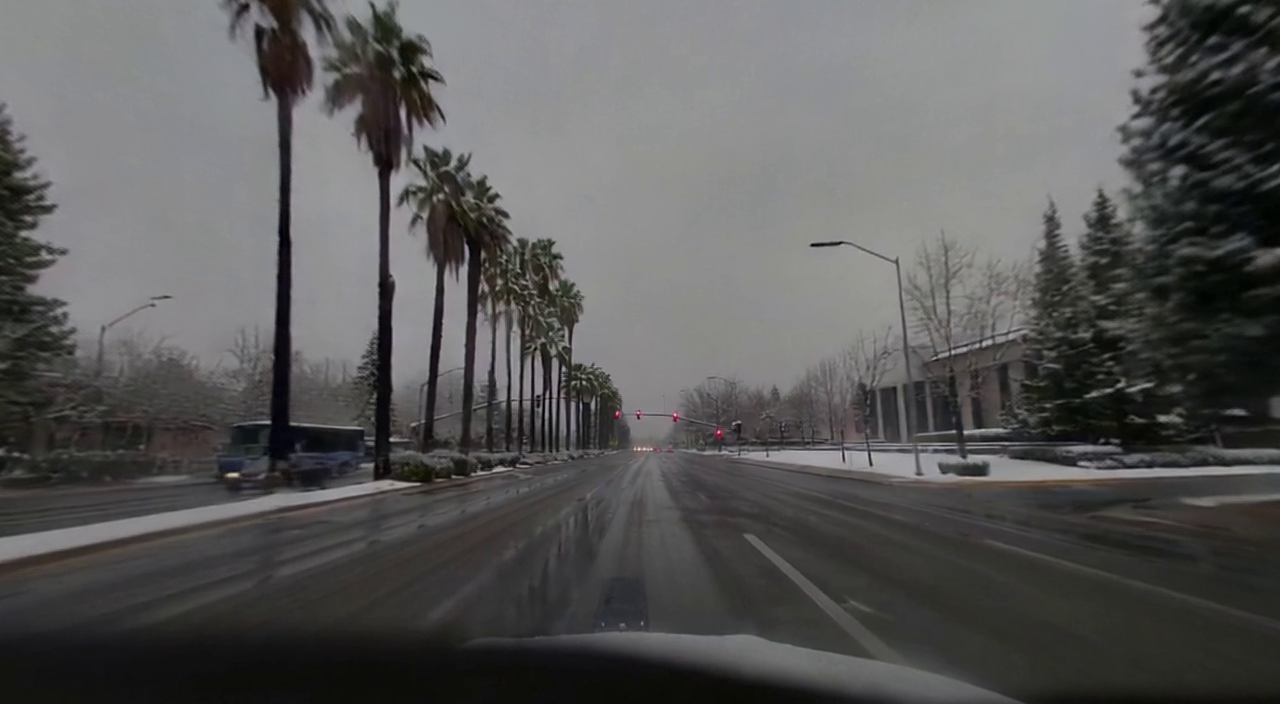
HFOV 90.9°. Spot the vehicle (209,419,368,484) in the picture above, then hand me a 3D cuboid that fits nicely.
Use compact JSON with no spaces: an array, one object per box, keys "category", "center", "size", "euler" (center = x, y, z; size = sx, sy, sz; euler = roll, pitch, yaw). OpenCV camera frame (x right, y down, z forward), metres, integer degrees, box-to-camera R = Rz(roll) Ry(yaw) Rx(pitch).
[{"category":"vehicle","center":[-21.297,6.179,39.664],"size":[3.013,3.417,12.442],"euler":[0,-8,-1]}]

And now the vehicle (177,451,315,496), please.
[{"category":"vehicle","center":[-14.885,4.587,24.203],"size":[2.130,1.509,4.644],"euler":[-1,-8,3]}]
